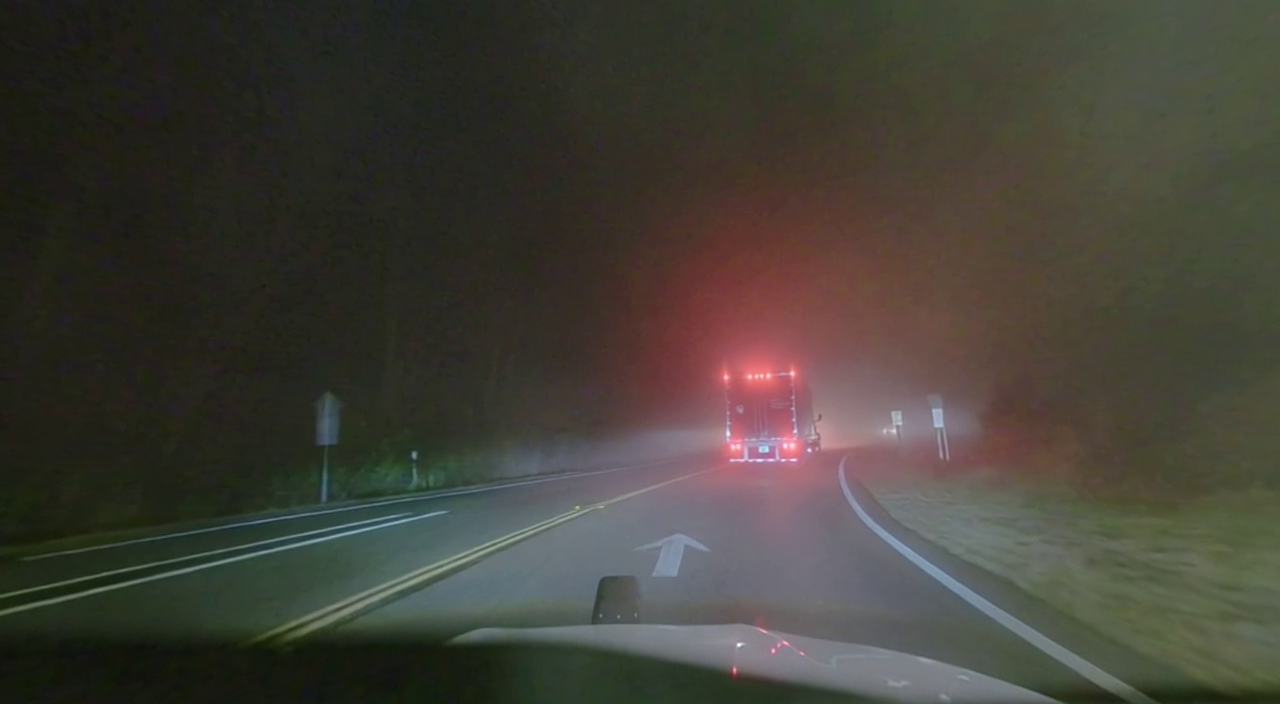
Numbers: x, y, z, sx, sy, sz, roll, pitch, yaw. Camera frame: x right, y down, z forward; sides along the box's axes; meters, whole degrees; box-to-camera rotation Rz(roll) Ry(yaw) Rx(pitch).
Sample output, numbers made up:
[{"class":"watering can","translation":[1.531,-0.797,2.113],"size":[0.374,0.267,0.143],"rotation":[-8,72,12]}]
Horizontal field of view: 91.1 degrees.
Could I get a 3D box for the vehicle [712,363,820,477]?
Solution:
[{"class":"vehicle","translation":[5.564,2.937,25.954],"size":[2.837,3.712,10.484],"rotation":[-3,-8,19]}]
